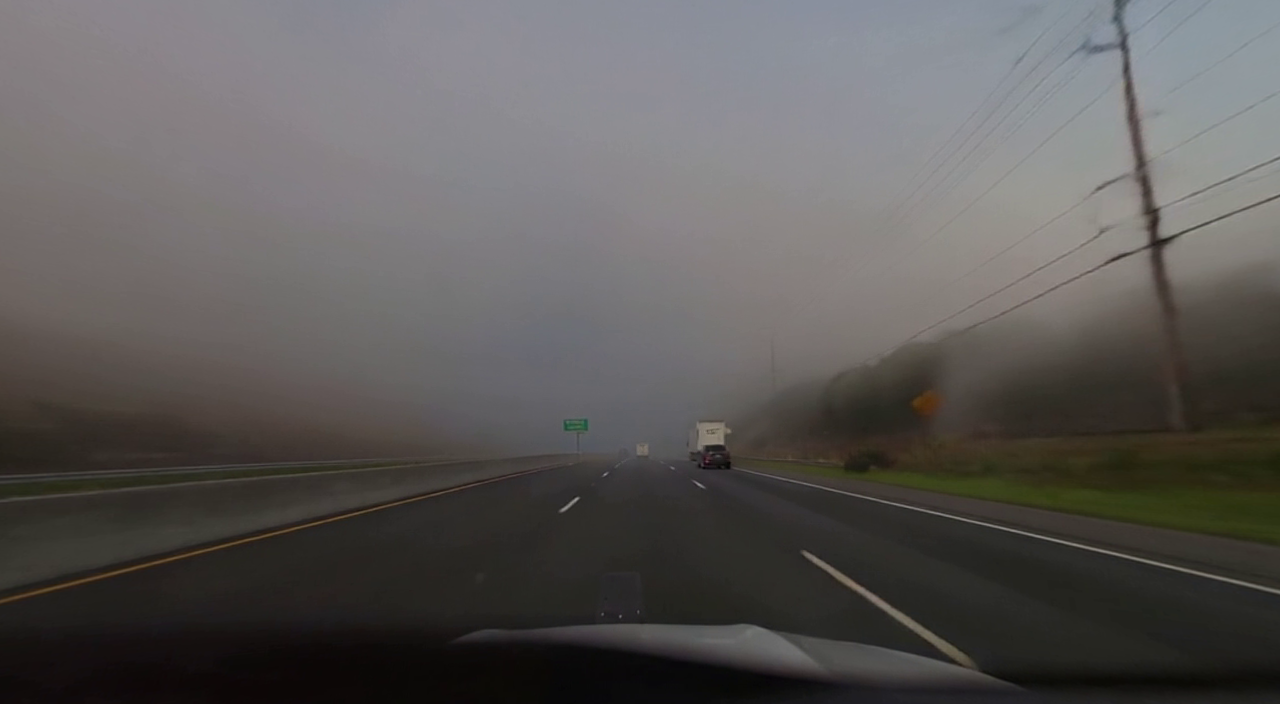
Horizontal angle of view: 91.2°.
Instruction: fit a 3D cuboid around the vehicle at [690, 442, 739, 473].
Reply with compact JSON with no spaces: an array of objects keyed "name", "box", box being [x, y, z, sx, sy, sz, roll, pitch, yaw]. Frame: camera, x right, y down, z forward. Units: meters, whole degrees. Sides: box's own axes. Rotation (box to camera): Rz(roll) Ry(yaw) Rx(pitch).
[{"name":"vehicle","box":[3.970,5.682,33.964,2.054,1.565,4.089,0,-9,-1]}]
